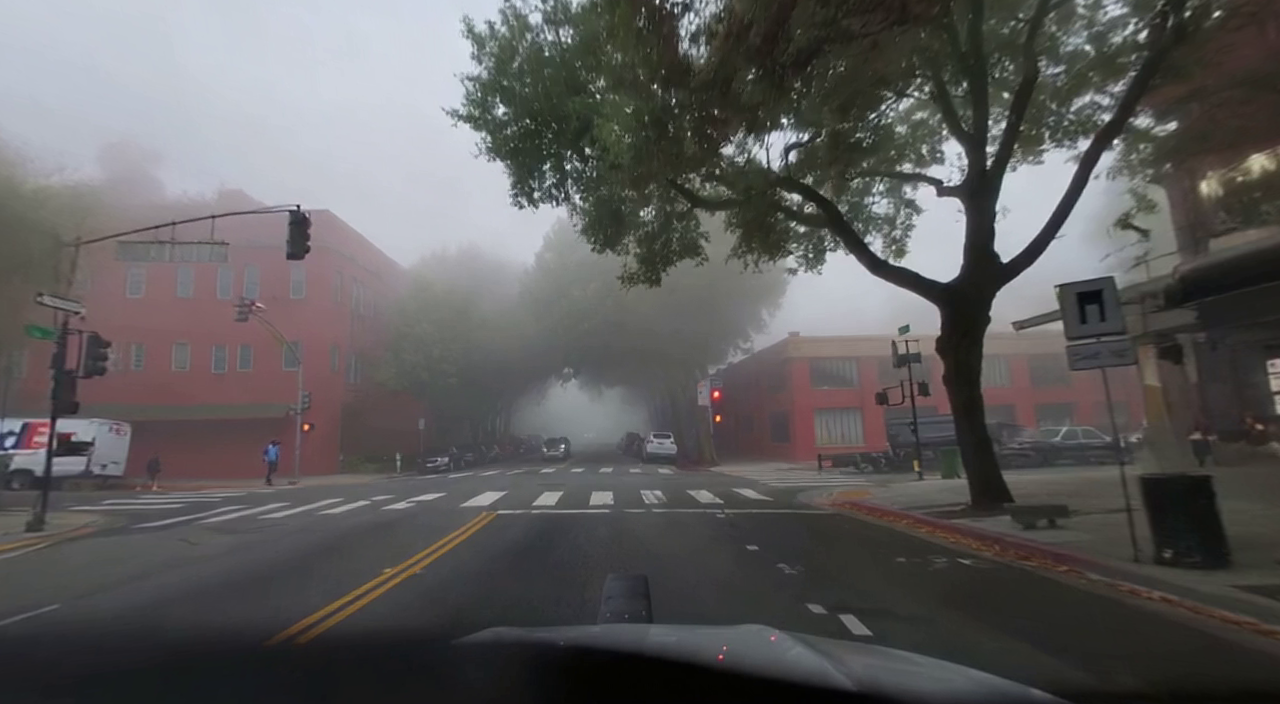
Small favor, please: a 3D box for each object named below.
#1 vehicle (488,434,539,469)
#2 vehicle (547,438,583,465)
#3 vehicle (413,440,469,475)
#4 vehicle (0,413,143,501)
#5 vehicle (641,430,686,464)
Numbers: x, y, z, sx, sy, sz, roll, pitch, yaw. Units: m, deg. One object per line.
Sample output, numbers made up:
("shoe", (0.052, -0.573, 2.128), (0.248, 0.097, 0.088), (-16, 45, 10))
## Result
("vehicle", (-7.265, 5.783, 36.770), (2.242, 1.887, 4.924), (1, -8, -4))
("vehicle", (-4.632, 6.174, 39.283), (2.033, 1.596, 4.142), (1, -8, -4))
("vehicle", (-11.153, 5.929, 35.643), (2.216, 1.804, 4.526), (1, -8, -7))
("vehicle", (-26.568, 4.326, 25.880), (9.465, 3.299, 3.029), (-1, -6, -4))
("vehicle", (1.536, 6.535, 43.437), (2.557, 2.188, 5.164), (1, -8, -4))
